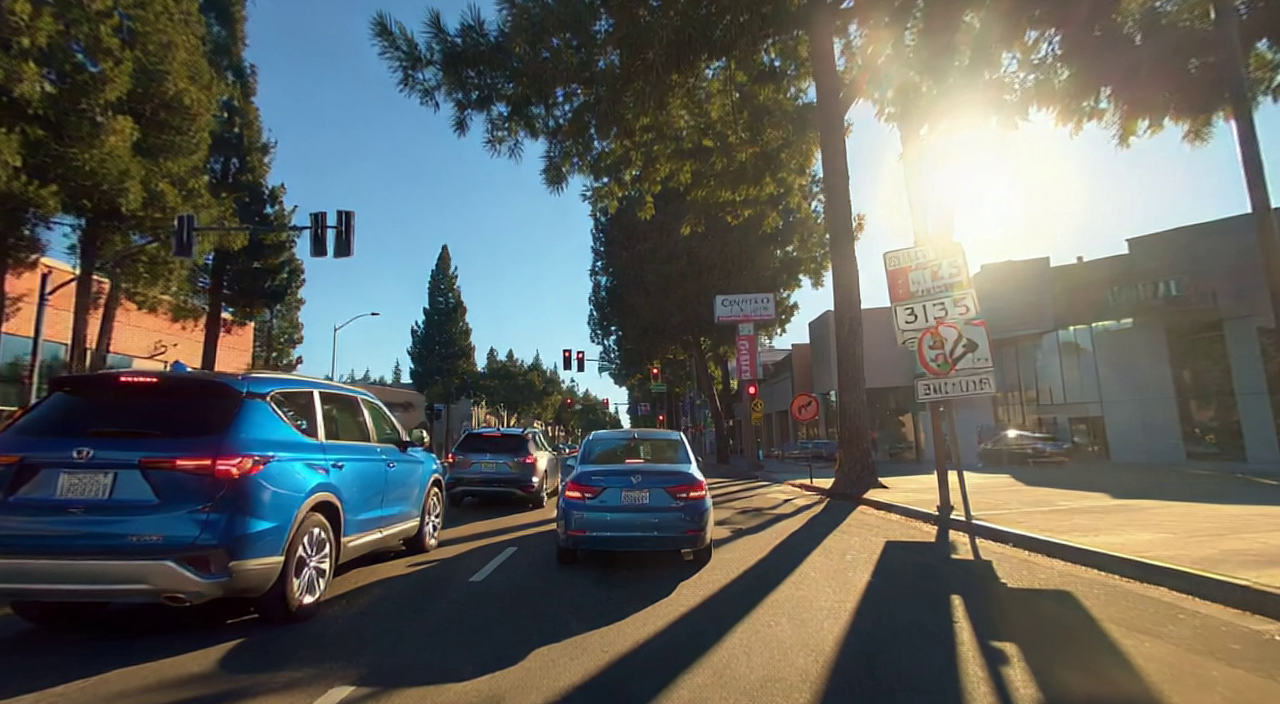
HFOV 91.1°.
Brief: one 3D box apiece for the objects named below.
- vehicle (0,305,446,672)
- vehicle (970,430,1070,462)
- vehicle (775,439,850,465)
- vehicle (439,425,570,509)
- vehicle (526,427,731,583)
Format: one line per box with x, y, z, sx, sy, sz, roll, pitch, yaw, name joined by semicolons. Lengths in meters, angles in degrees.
-3.821;1.138;6.209;2.152;2.118;5.066;0;-8;0;vehicle
20.996;5.227;34.853;4.116;1.719;2.069;-1;-9;8;vehicle
9.903;5.804;36.373;3.924;1.447;2.039;-2;-9;9;vehicle
-2.929;2.599;14.605;2.047;1.664;4.148;0;-8;1;vehicle
-0.155;1.785;8.188;1.966;1.481;4.146;0;-8;-1;vehicle
